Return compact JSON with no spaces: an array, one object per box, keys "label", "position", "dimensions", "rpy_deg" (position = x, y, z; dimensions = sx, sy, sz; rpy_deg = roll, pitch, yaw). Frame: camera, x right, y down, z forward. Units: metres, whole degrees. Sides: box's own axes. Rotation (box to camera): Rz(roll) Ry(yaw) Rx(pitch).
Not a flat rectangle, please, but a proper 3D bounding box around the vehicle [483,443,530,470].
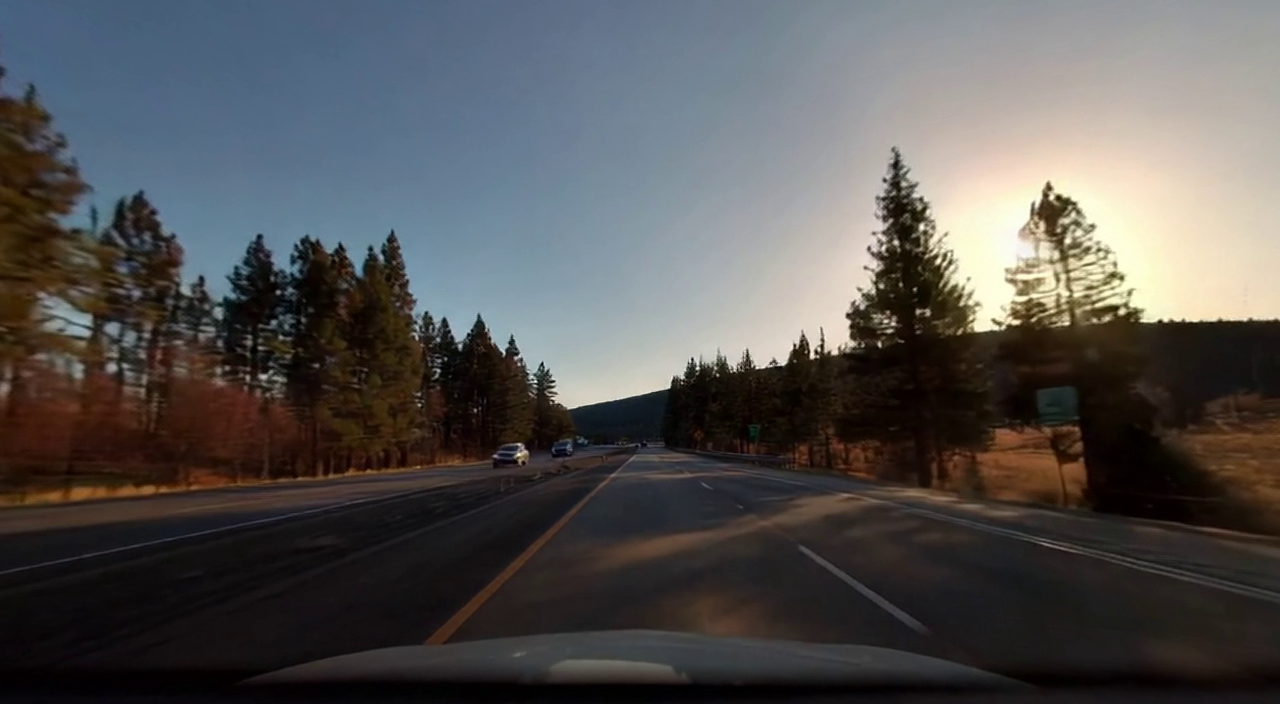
[{"label":"vehicle","position":[-8.570,6.749,40.863],"dimensions":[2.049,1.635,4.407],"rpy_deg":[0,-8,1]}]
